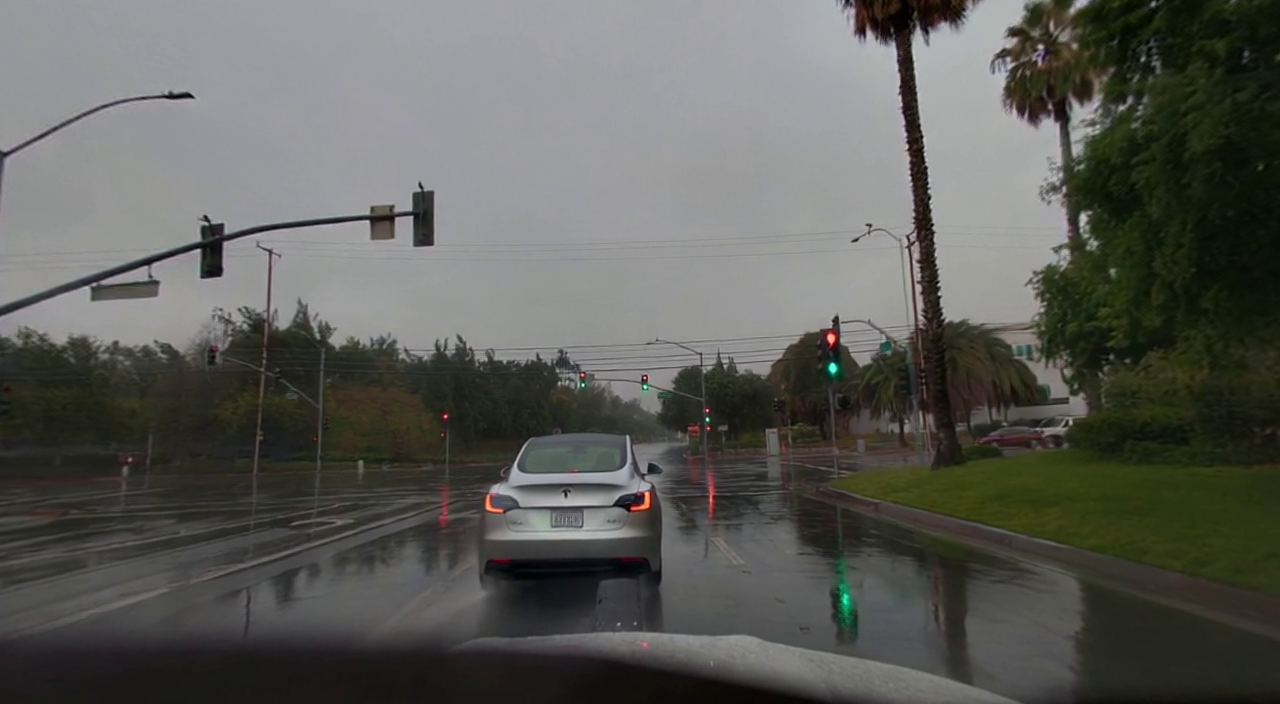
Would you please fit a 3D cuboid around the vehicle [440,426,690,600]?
[{"bbox_3d":[-0.690,1.708,7.655,2.152,1.478,4.229,0,-8,-1],"label":"vehicle"}]
